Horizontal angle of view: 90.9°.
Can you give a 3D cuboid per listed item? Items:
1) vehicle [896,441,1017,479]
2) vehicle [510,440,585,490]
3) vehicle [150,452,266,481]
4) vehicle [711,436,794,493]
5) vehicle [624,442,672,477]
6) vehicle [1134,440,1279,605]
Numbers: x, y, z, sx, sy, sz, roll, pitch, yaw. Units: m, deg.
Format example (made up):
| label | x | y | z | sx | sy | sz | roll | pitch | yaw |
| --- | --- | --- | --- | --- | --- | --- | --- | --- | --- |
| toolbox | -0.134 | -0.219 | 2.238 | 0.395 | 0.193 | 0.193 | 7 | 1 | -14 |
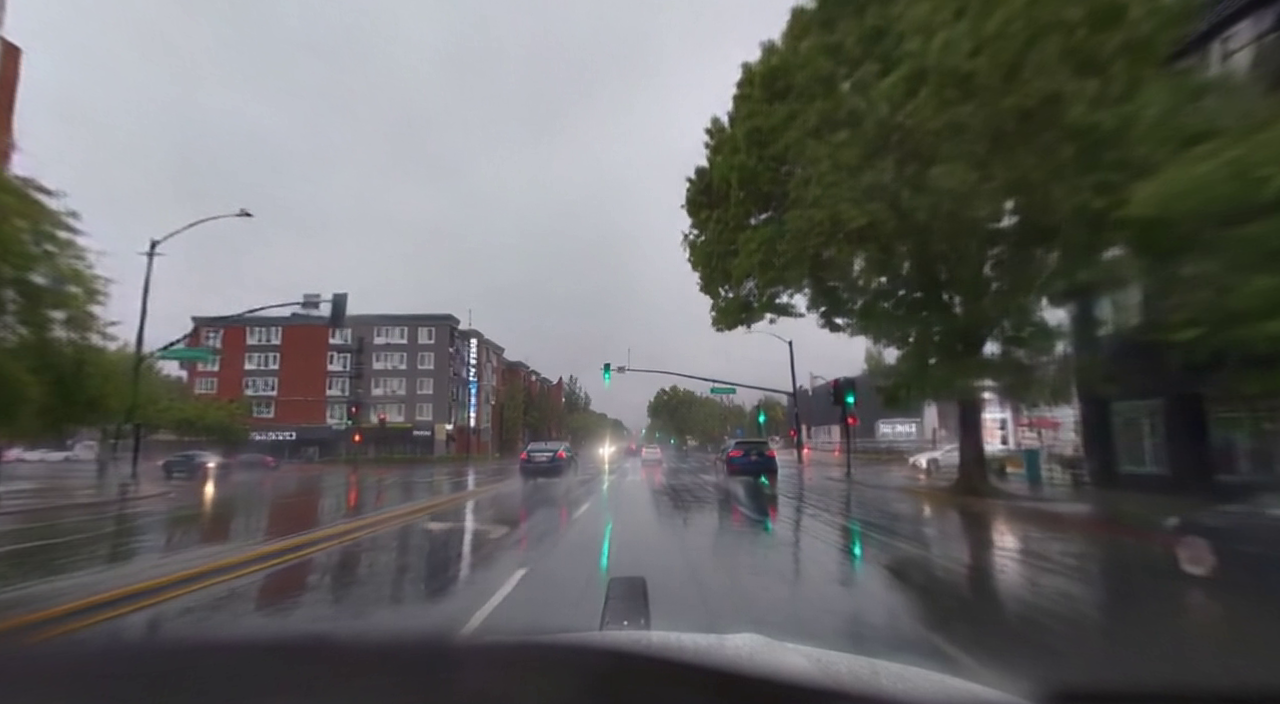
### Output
| label | x | y | z | sx | sy | sz | roll | pitch | yaw |
| --- | --- | --- | --- | --- | --- | --- | --- | --- | --- |
| vehicle | 15.783 | 5.394 | 31.632 | 4.921 | 1.841 | 1.957 | 0 | -9 | 1 |
| vehicle | -3.027 | 3.784 | 21.488 | 1.860 | 1.510 | 4.073 | 0 | -9 | 1 |
| vehicle | -23.668 | 6.267 | 34.669 | 4.890 | 1.514 | 1.908 | 0 | -9 | -1 |
| vehicle | 3.510 | 3.578 | 20.392 | 1.987 | 1.637 | 3.896 | 0 | -9 | 0 |
| vehicle | 0.361 | 5.017 | 29.651 | 2.103 | 1.468 | 4.094 | 0 | -9 | 0 |
| vehicle | 6.859 | 1.475 | 5.235 | 2.022 | 1.491 | 4.194 | 0 | -9 | -1 |
